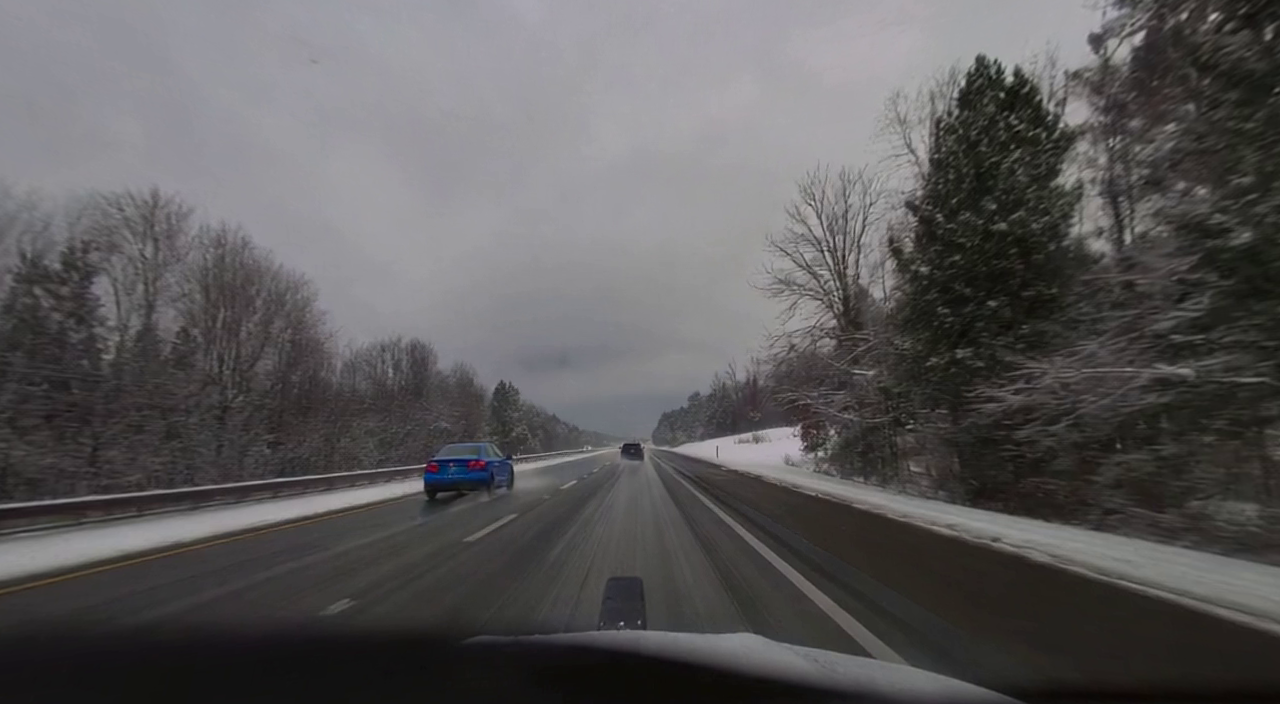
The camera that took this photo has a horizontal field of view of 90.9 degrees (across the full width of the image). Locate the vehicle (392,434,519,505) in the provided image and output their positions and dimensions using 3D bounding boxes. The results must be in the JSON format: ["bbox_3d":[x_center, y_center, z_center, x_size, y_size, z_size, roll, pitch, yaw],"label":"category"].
[{"bbox_3d":[-4.749,3.095,16.990,2.113,1.656,4.215,0,-9,0],"label":"vehicle"}]

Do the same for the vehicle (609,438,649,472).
[{"bbox_3d":[-0.605,5.788,35.575,2.126,1.786,3.958,0,-9,-1],"label":"vehicle"}]
